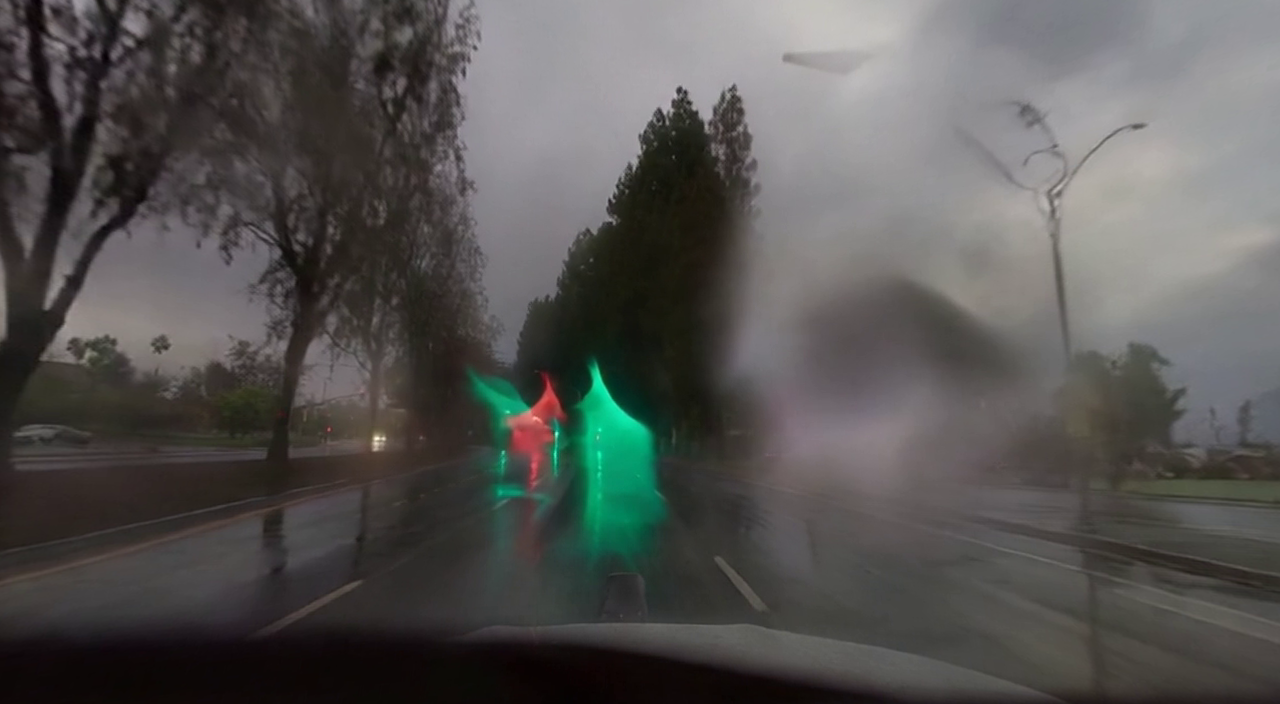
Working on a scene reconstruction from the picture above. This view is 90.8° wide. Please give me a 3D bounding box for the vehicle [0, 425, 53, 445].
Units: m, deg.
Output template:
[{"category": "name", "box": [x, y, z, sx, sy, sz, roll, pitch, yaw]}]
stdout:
[{"category": "vehicle", "box": [-49.240, 6.559, 49.712, 3.885, 1.507, 1.980, 2, -9, -16]}]
